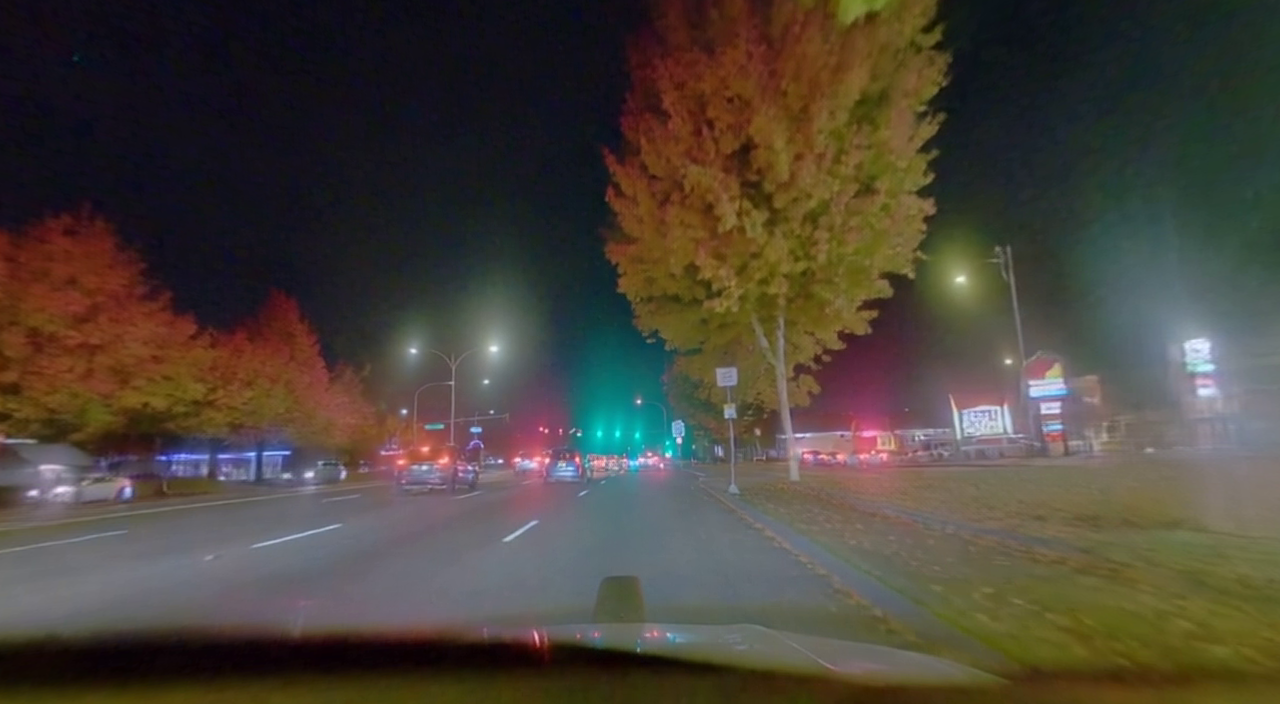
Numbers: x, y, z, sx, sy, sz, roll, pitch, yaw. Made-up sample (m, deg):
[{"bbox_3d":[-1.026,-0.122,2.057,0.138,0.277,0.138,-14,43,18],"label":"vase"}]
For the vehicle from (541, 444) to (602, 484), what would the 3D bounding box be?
[{"bbox_3d":[-3.046,5.125,28.970,2.165,1.663,4.513,0,-9,2],"label":"vehicle"}]

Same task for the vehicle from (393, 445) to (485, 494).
[{"bbox_3d":[-7.342,4.332,23.502,1.932,1.596,4.247,0,-9,2],"label":"vehicle"}]

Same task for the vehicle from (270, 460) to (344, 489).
[{"bbox_3d":[-19.812,7.290,37.696,1.826,1.493,4.383,0,-9,2],"label":"vehicle"}]

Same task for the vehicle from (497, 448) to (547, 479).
[{"bbox_3d":[-7.175,6.821,38.797,2.069,1.719,4.441,0,-9,2],"label":"vehicle"}]

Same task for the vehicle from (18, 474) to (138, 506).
[{"bbox_3d":[-33.967,8.323,38.272,2.096,1.699,4.912,-4,-10,18],"label":"vehicle"}]

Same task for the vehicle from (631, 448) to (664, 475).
[{"bbox_3d":[0.464,7.353,42.434,2.144,1.704,4.028,1,-9,0],"label":"vehicle"}]
